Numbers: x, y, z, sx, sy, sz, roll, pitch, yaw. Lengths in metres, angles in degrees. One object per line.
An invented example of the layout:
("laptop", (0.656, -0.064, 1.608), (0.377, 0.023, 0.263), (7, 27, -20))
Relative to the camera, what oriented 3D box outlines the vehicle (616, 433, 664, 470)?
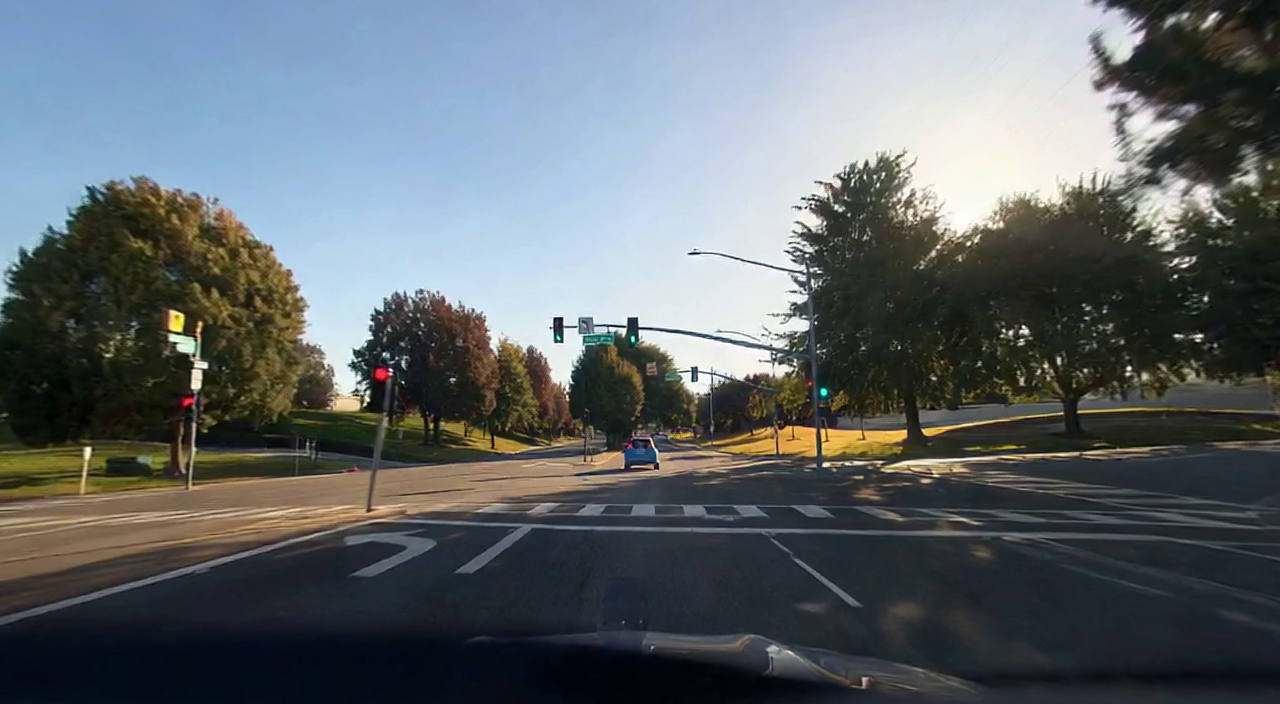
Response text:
("vehicle", (-0.003, 5.056, 32.025), (2.256, 1.734, 4.176), (0, -8, 0))
